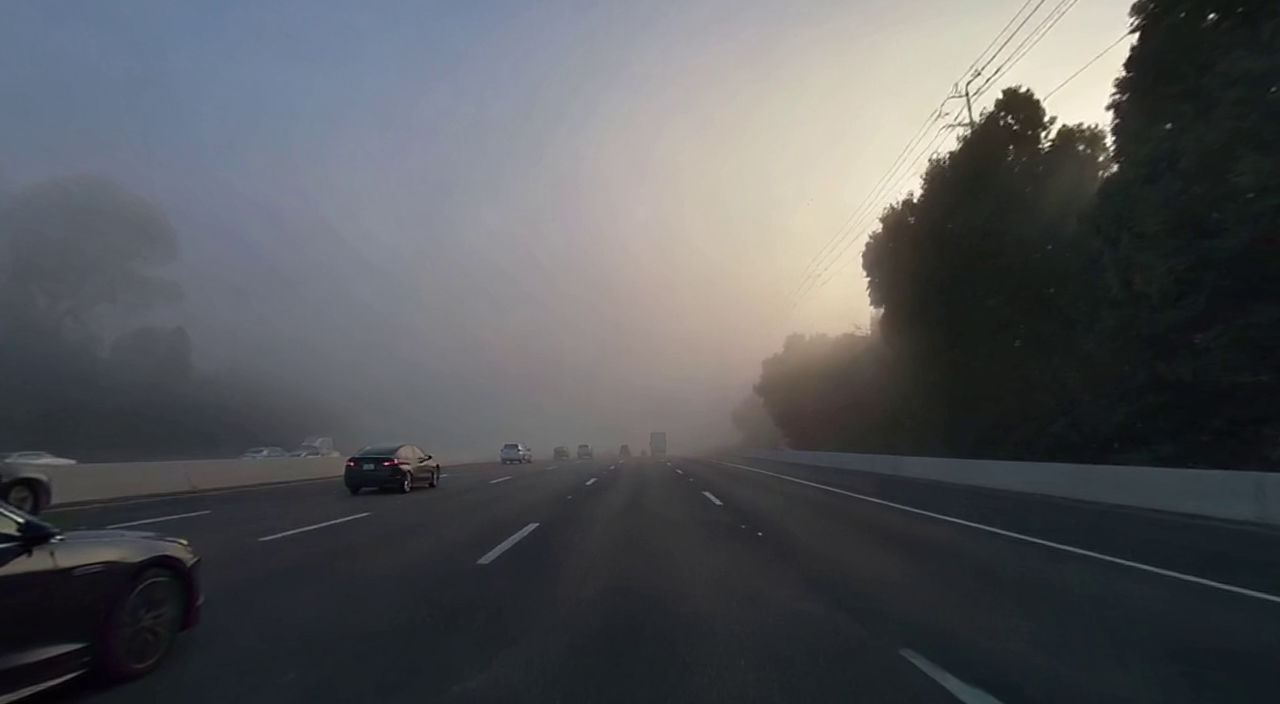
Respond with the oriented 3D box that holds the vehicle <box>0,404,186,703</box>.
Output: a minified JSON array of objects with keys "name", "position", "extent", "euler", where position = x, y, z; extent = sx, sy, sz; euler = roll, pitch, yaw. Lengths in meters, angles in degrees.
[{"name":"vehicle","position":[-3.723,0.771,1.173],"extent":[2.045,1.532,4.954],"euler":[0,-9,0]}]

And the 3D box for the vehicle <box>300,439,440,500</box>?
[{"name":"vehicle","position":[-7.550,3.329,18.241],"extent":[1.946,1.514,4.687],"euler":[0,-9,1]}]
